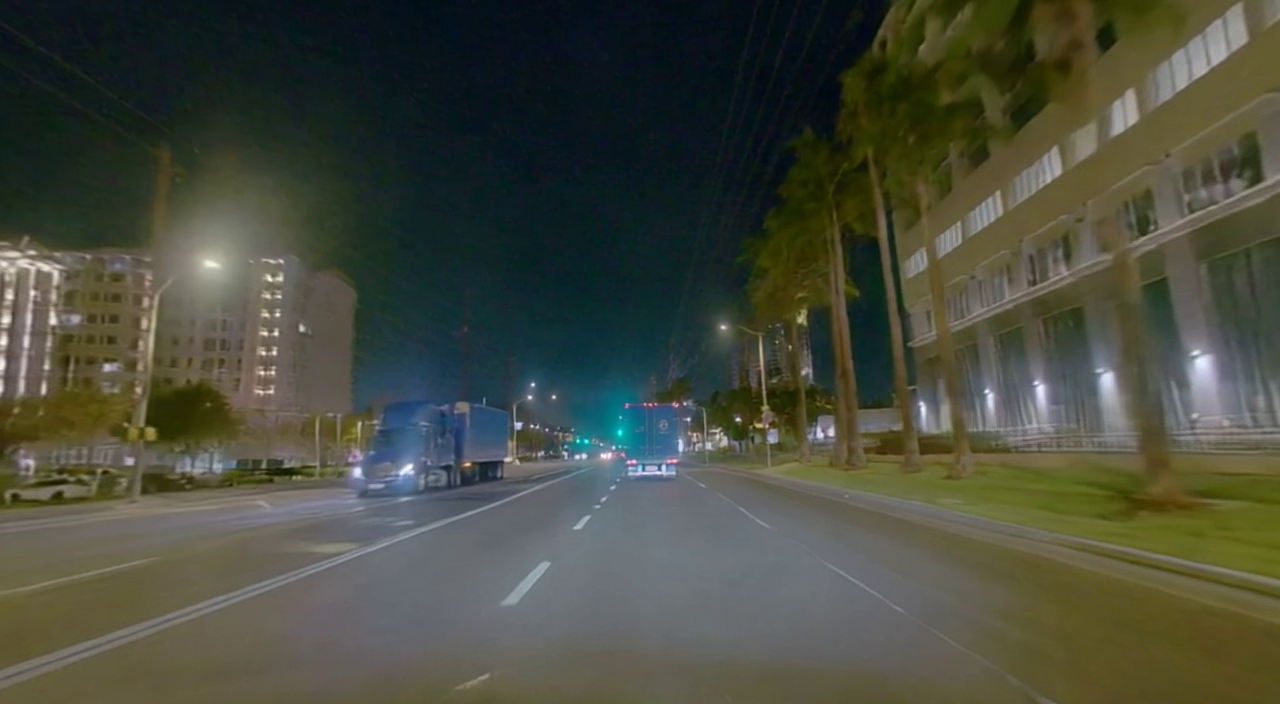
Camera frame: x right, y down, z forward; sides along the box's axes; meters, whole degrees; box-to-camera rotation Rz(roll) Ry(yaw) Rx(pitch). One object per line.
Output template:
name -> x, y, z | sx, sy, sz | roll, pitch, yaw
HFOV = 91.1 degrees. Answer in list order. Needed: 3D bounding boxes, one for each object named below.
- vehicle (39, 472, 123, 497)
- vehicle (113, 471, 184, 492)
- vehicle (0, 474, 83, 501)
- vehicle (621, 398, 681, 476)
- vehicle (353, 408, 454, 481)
vehicle -> -35.205, 8.352, 39.589 | 3.645, 1.423, 1.671 | 0, -9, 2
vehicle -> -35.414, 9.316, 45.265 | 3.601, 1.427, 1.646 | 0, -9, -2
vehicle -> -35.285, 7.941, 36.801 | 3.645, 1.436, 1.673 | 0, -9, 1
vehicle -> 0.368, 5.194, 37.773 | 2.992, 3.949, 11.815 | 0, -9, -2
vehicle -> -14.009, 5.595, 37.969 | 3.008, 3.997, 7.313 | 0, -9, 2
